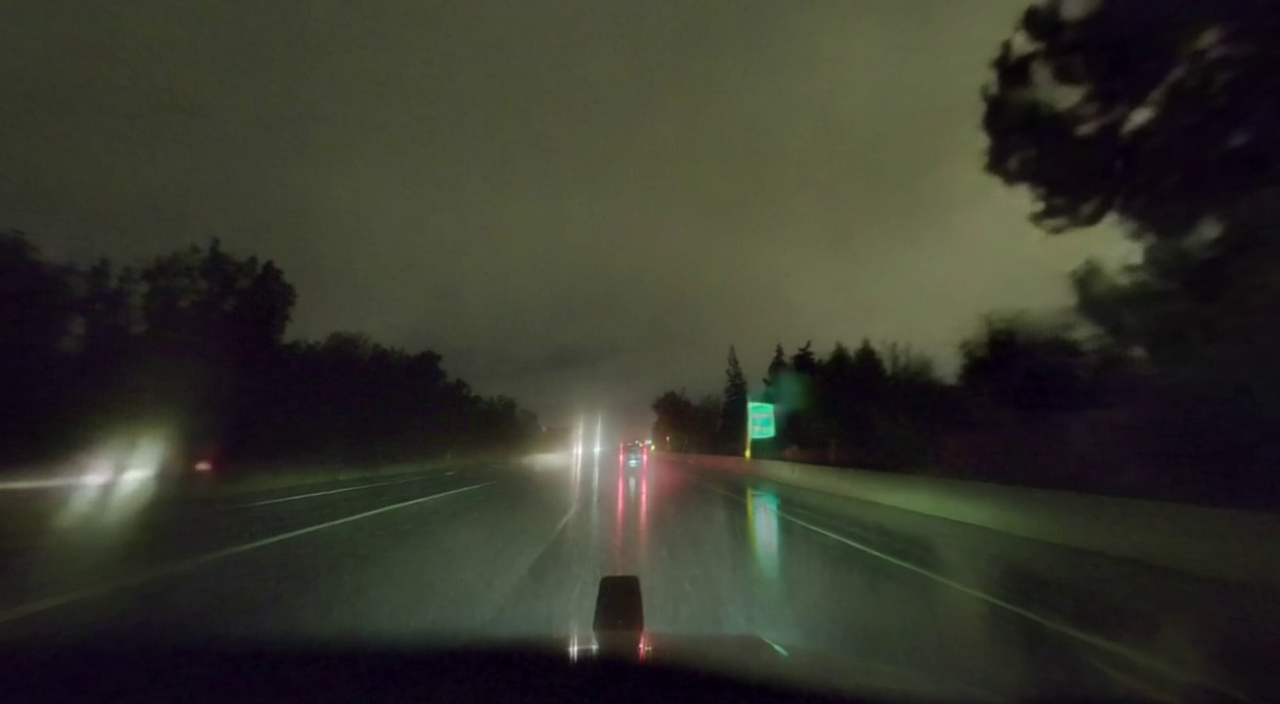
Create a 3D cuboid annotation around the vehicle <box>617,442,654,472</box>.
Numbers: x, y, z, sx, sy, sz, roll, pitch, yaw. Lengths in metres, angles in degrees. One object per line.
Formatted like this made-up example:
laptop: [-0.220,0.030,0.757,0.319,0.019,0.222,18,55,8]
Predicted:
vehicle: [-0.285,6.451,38.818,2.120,1.715,4.153,0,-9,-1]
